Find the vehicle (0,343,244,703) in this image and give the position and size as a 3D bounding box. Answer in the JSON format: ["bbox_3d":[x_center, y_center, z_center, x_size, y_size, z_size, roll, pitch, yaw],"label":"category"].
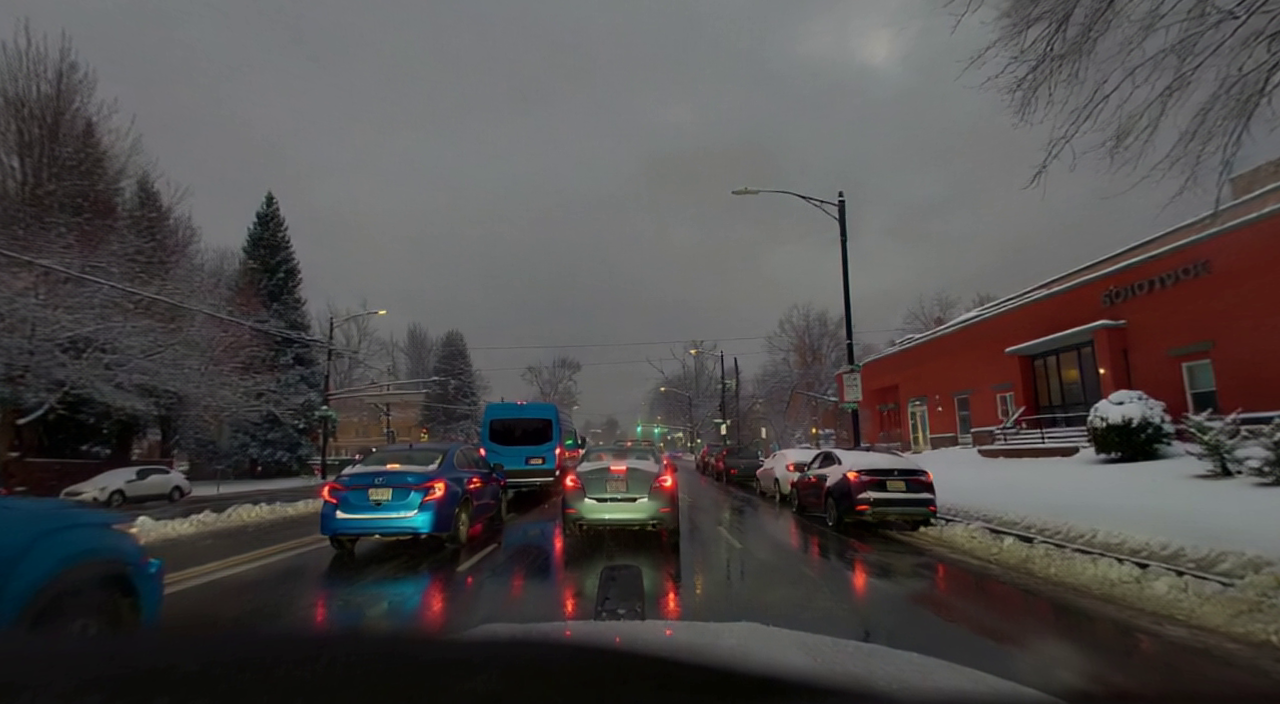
[{"bbox_3d":[-3.712,0.718,1.715,2.140,1.768,4.685,0,-9,1],"label":"vehicle"}]

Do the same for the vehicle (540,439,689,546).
[{"bbox_3d":[-0.378,2.350,11.224,2.152,1.518,4.113,0,-9,0],"label":"vehicle"}]

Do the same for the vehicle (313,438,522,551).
[{"bbox_3d":[-3.531,2.334,11.073,1.995,1.554,4.426,0,-9,1],"label":"vehicle"}]

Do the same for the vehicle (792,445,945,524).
[{"bbox_3d":[4.897,2.860,14.176,1.832,1.491,4.054,1,-9,-1],"label":"vehicle"}]
